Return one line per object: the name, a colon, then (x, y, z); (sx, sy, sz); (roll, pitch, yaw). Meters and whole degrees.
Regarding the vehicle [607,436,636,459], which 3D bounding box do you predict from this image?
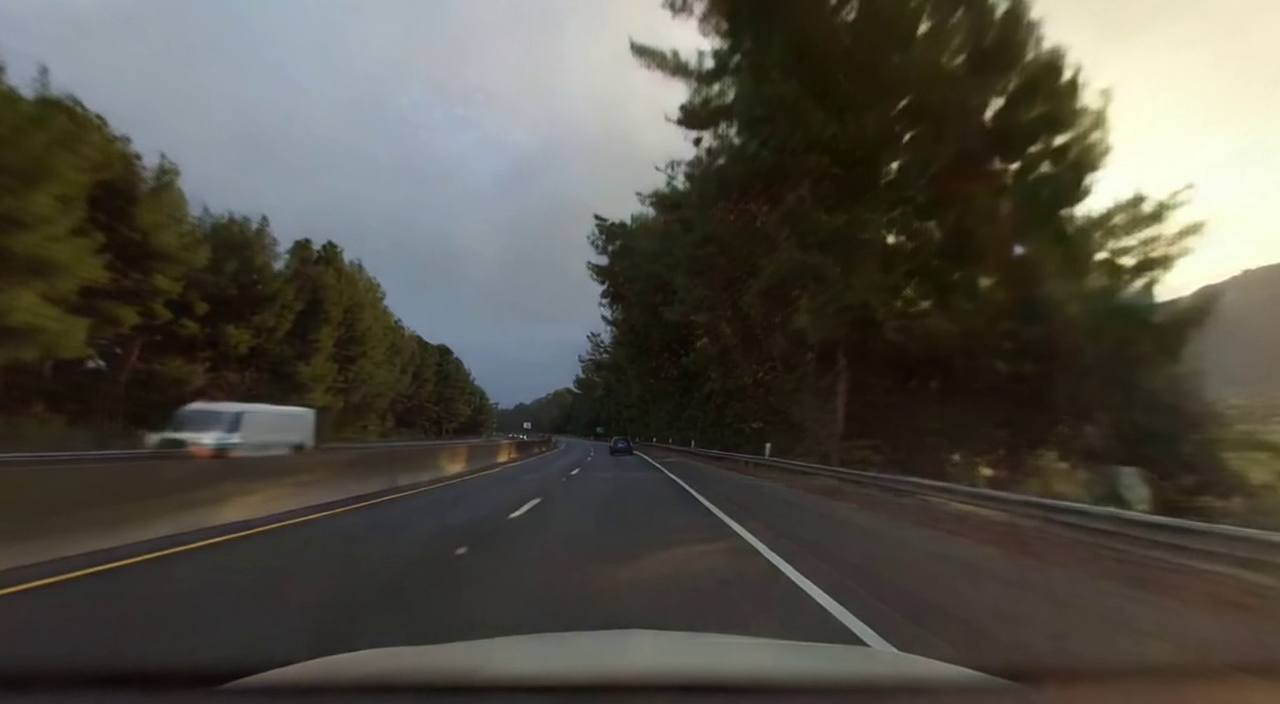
vehicle: (-1.397, 6.881, 45.461); (2.004, 1.515, 3.968); (0, -8, -3)
